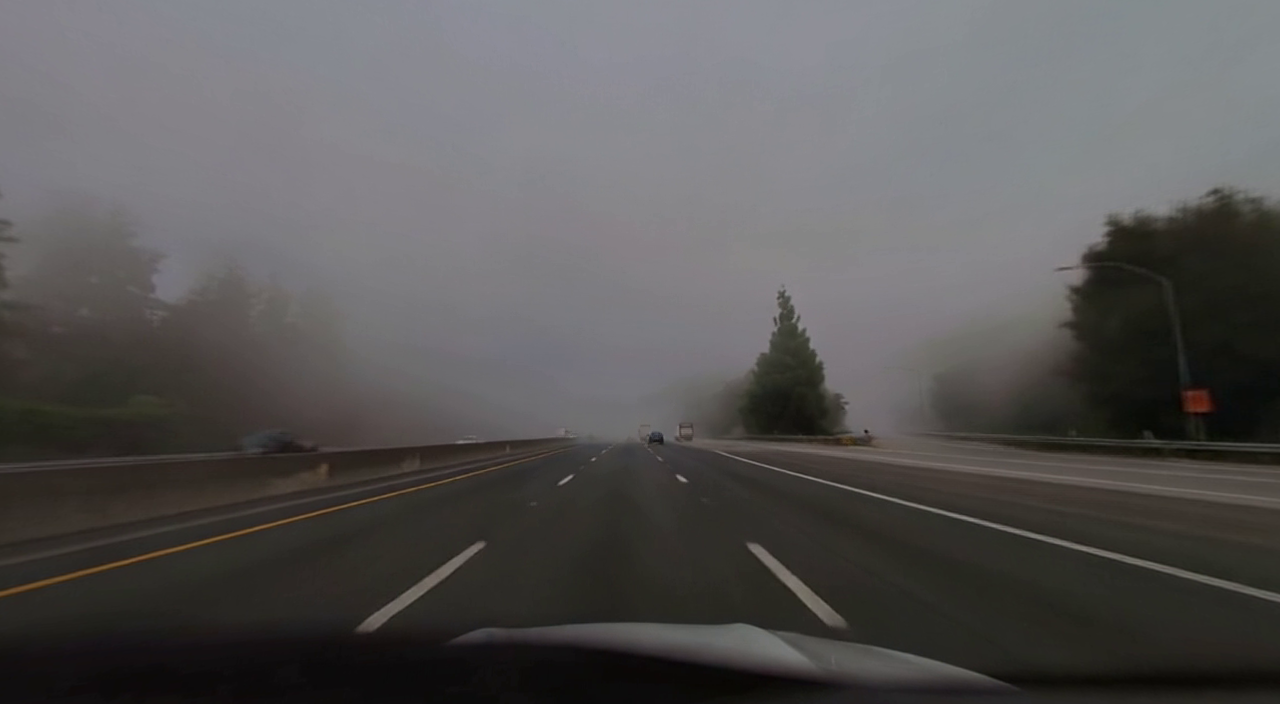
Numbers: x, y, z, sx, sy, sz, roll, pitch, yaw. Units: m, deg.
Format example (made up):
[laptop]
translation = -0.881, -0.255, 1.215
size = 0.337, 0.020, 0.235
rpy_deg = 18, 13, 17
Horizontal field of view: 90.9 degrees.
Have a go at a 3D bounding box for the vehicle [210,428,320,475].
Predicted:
[vehicle]
translation = -16.910, 4.497, 28.733
size = 2.068, 1.935, 4.791
rpy_deg = 0, -8, 0
